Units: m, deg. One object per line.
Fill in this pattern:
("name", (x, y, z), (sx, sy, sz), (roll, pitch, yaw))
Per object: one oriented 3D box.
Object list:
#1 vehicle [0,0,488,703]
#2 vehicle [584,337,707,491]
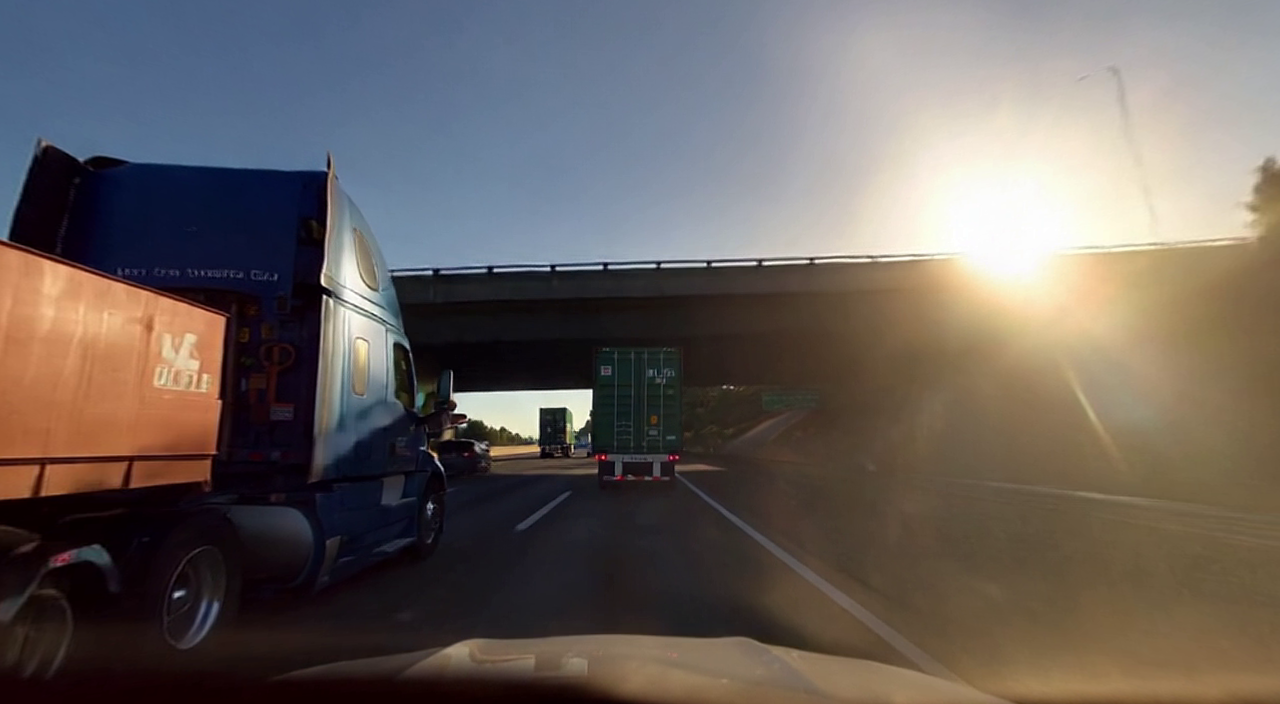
("vehicle", (-3.646, 0.042, 4.889), (3.187, 3.949, 6.963), (0, -9, 0))
("vehicle", (0.011, 2.237, 21.215), (3.357, 4.212, 7.519), (0, -9, -2))
